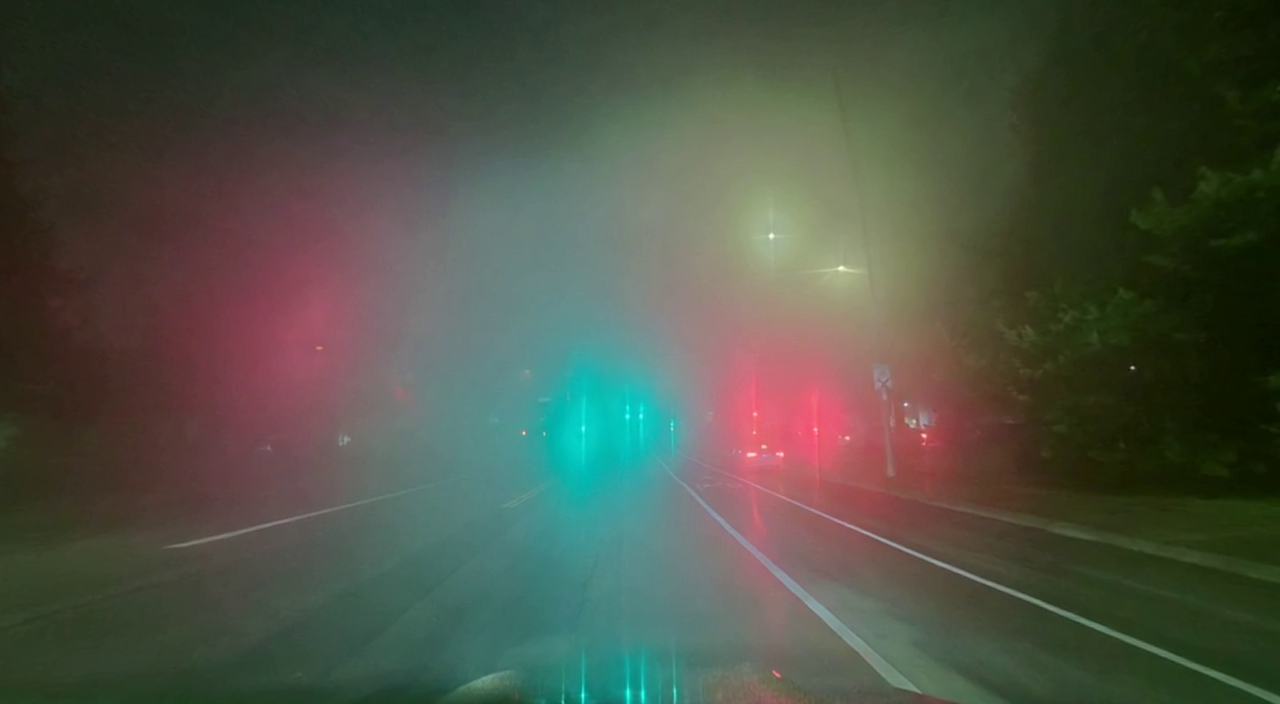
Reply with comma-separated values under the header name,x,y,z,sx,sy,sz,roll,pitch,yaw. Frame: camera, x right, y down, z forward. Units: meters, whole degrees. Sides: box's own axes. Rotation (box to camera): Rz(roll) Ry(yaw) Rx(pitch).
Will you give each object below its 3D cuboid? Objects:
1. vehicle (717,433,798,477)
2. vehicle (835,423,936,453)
name,x,y,z,sx,sy,sz,roll,pitch,yaw
vehicle,4.215,3.791,23.356,2.006,1.448,4.671,0,-8,-1
vehicle,12.116,4.271,31.302,4.227,1.451,1.874,0,-7,1
